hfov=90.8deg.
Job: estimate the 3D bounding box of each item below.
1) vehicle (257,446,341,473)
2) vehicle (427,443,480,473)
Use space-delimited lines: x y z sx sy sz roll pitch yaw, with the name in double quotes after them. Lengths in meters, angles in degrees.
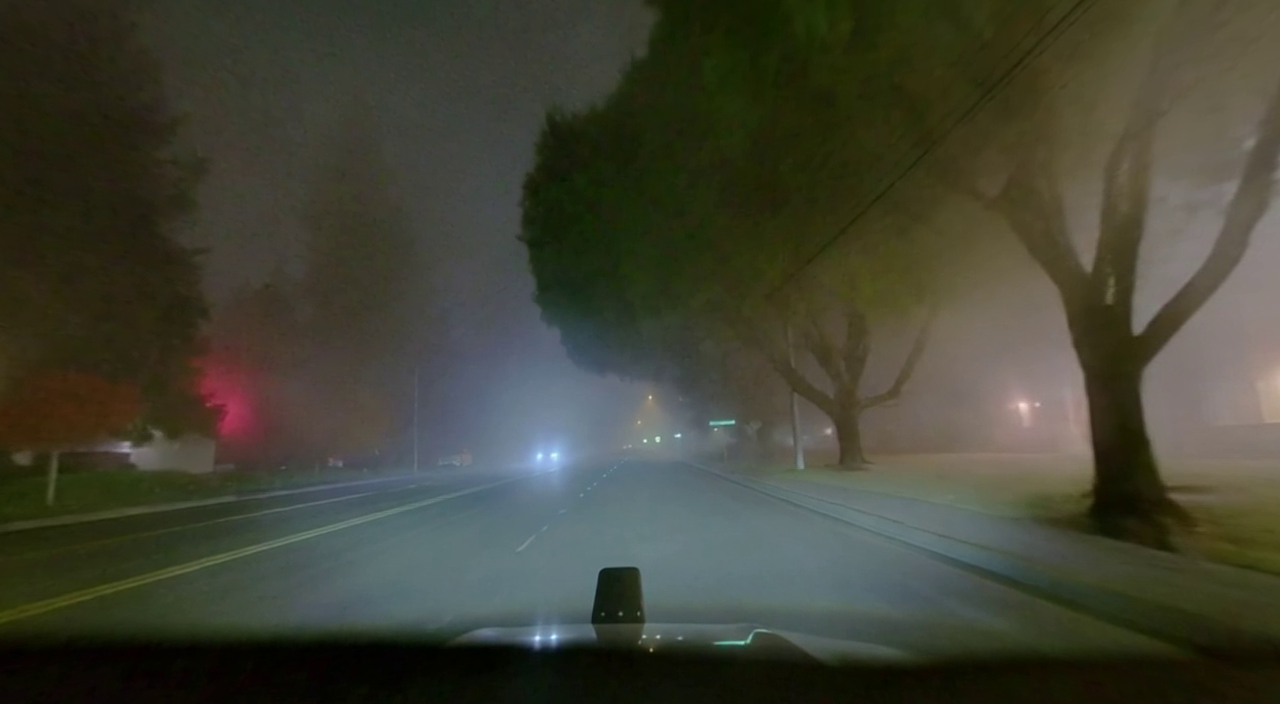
-22.646 7.155 42.058 4.514 1.711 1.855 0 -8 0 "vehicle"
-14.406 8.199 49.232 2.324 2.216 5.998 0 -8 0 "vehicle"
